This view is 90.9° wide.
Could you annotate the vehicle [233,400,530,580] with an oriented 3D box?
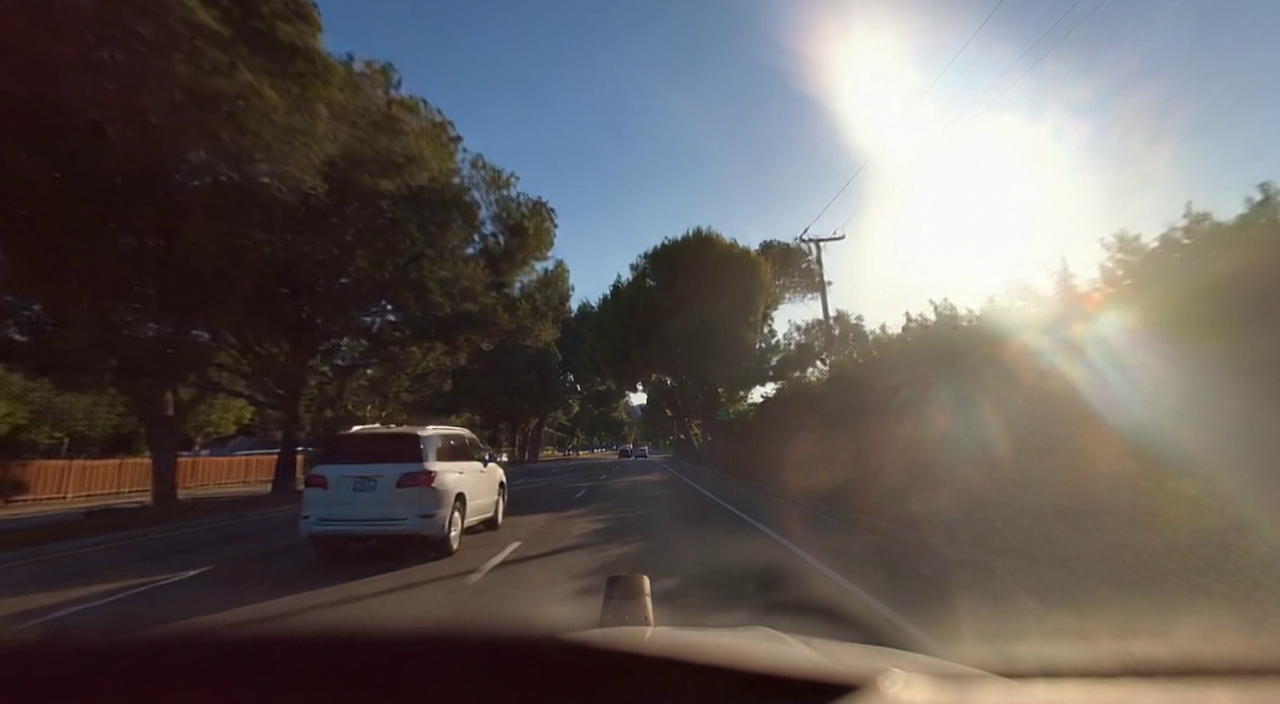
[{"bbox_3d":[-3.106,1.774,8.968,2.160,1.855,4.695,0,-8,1],"label":"vehicle"}]
